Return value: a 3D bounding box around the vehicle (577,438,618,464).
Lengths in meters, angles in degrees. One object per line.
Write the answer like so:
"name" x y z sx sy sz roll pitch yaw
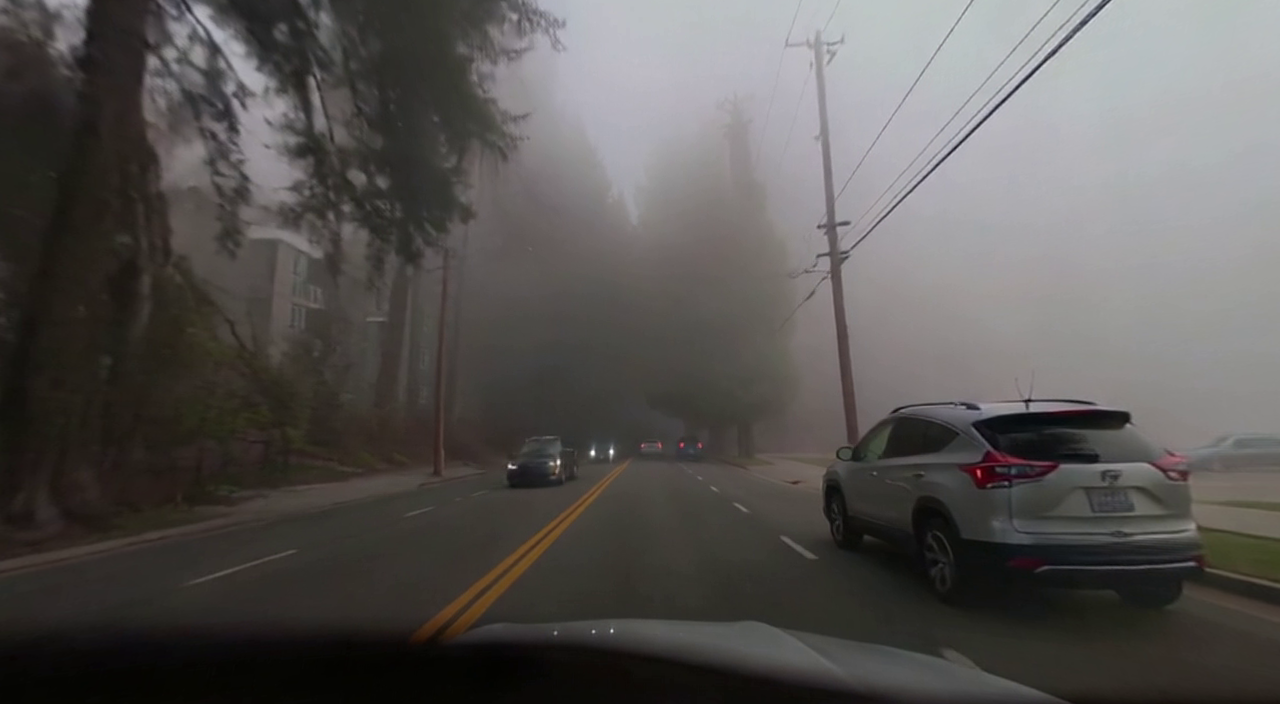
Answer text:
"vehicle" -2.641 6.307 40.054 2.151 1.540 4.673 -1 -8 2

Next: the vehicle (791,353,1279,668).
"vehicle" 3.301 1.301 6.388 2.219 1.881 5.104 0 -8 0

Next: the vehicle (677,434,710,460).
"vehicle" 3.914 7.036 46.708 2.069 1.791 4.422 0 -8 1

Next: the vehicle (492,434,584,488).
"vehicle" -3.108 3.431 20.139 2.096 1.515 4.481 -1 -8 2
